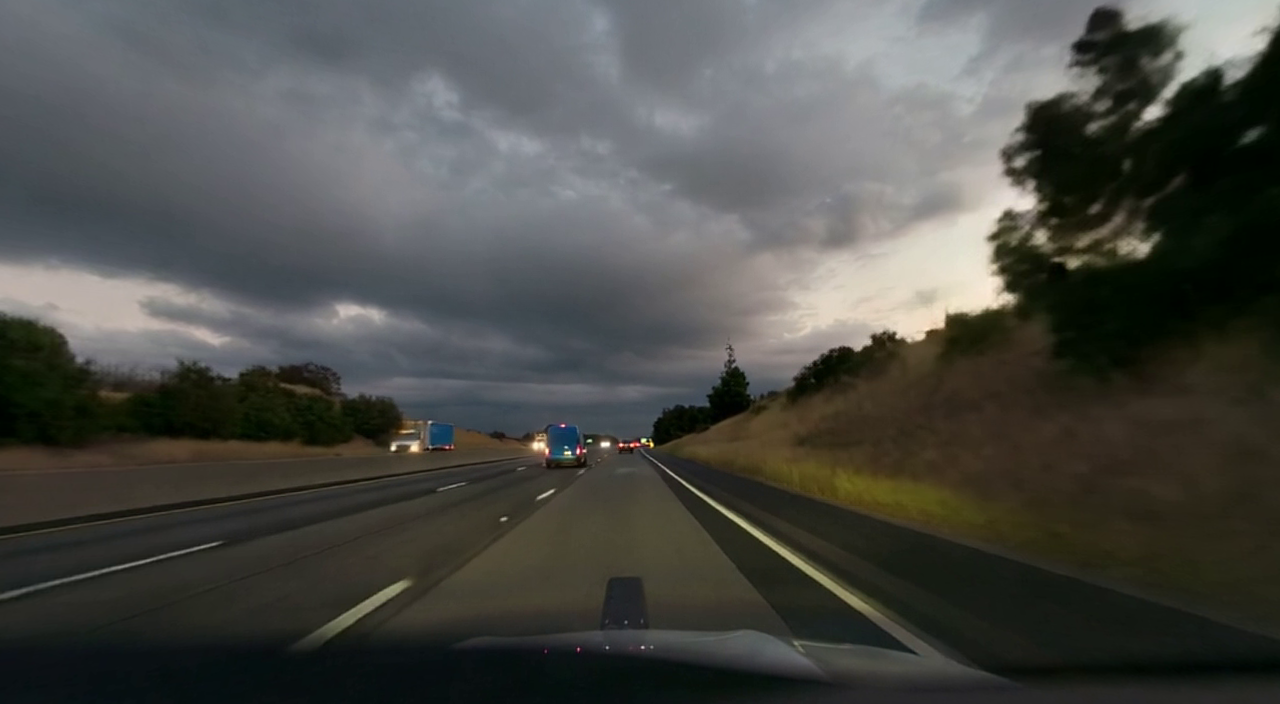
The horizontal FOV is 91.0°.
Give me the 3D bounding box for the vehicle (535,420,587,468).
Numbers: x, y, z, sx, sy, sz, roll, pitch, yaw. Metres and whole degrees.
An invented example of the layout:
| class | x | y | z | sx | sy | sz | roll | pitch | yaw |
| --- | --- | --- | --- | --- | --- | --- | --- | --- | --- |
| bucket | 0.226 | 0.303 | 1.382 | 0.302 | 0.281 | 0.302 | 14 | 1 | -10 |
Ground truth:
| class | x | y | z | sx | sy | sz | roll | pitch | yaw |
| --- | --- | --- | --- | --- | --- | --- | --- | --- | --- |
| vehicle | -4.353 | 5.192 | 35.607 | 2.329 | 2.483 | 5.428 | 0 | -8 | -1 |
